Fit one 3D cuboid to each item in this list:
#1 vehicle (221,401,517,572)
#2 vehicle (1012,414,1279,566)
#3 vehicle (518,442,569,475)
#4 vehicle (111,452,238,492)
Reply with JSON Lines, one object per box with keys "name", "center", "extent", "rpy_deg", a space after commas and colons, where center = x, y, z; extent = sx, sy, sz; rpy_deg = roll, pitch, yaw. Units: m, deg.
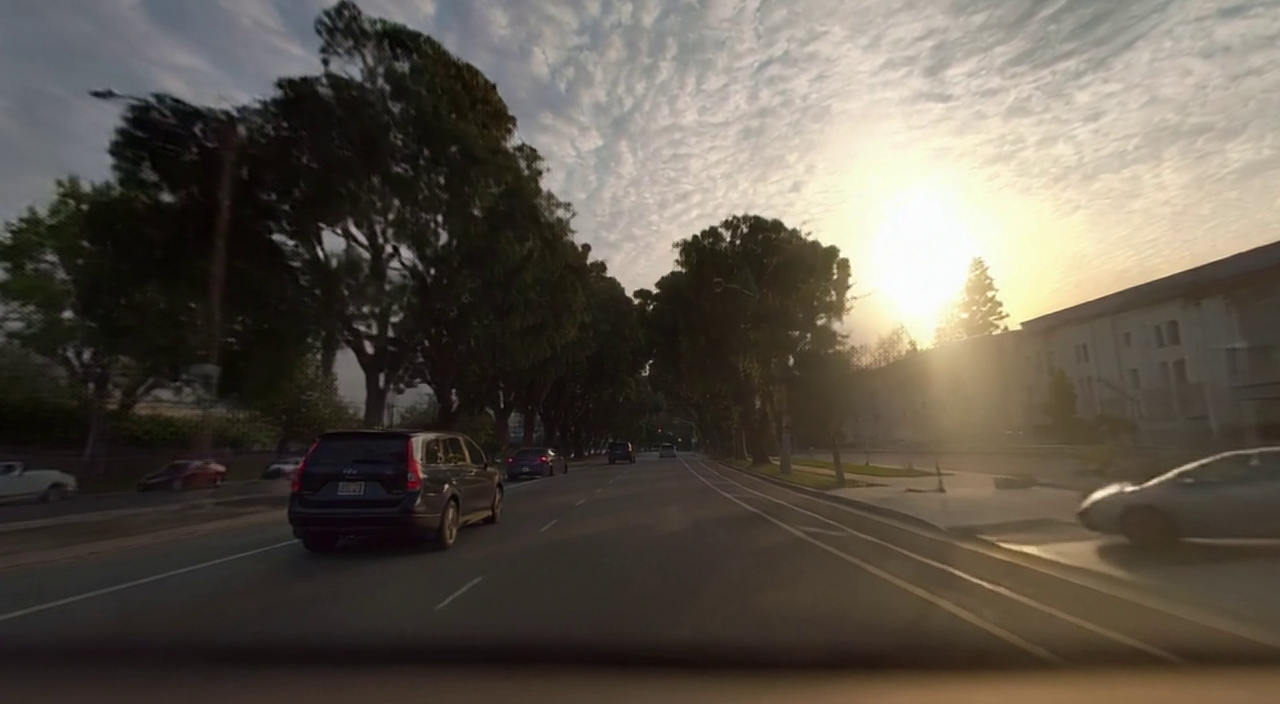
{"name": "vehicle", "center": [-3.253, 1.722, 8.785], "extent": [2.123, 1.761, 4.322], "rpy_deg": [0, -9, 1]}
{"name": "vehicle", "center": [7.785, 1.659, 7.909], "extent": [4.824, 1.646, 2.077], "rpy_deg": [-1, -9, 9]}
{"name": "vehicle", "center": [-5.377, 5.962, 35.565], "extent": [1.985, 1.708, 4.310], "rpy_deg": [-1, -9, 3]}
{"name": "vehicle", "center": [-22.134, 5.706, 30.271], "extent": [2.370, 1.705, 4.599], "rpy_deg": [-1, -9, 4]}
